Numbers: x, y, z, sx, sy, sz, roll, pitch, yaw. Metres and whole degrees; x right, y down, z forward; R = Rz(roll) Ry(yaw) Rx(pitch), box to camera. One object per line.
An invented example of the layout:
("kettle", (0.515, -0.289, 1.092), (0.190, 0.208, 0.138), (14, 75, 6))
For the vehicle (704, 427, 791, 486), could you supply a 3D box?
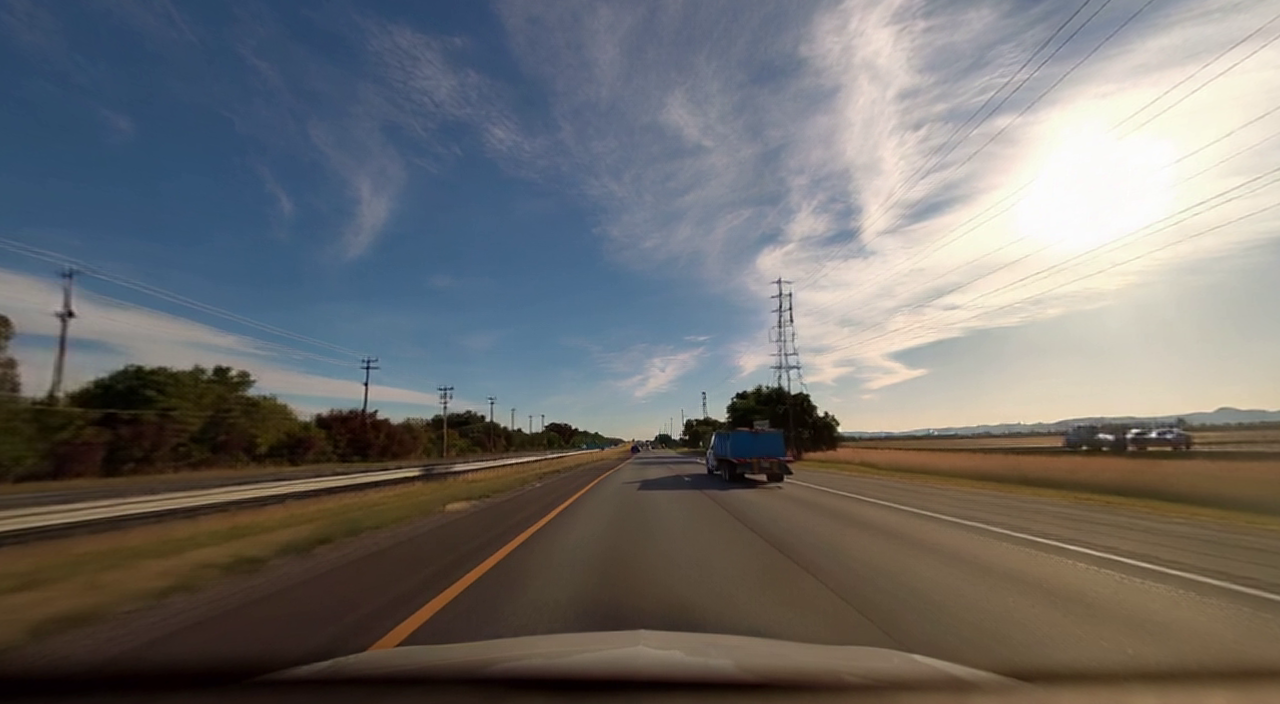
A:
("vehicle", (3.705, 3.749, 22.801), (2.228, 1.852, 5.449), (0, -8, 0))
